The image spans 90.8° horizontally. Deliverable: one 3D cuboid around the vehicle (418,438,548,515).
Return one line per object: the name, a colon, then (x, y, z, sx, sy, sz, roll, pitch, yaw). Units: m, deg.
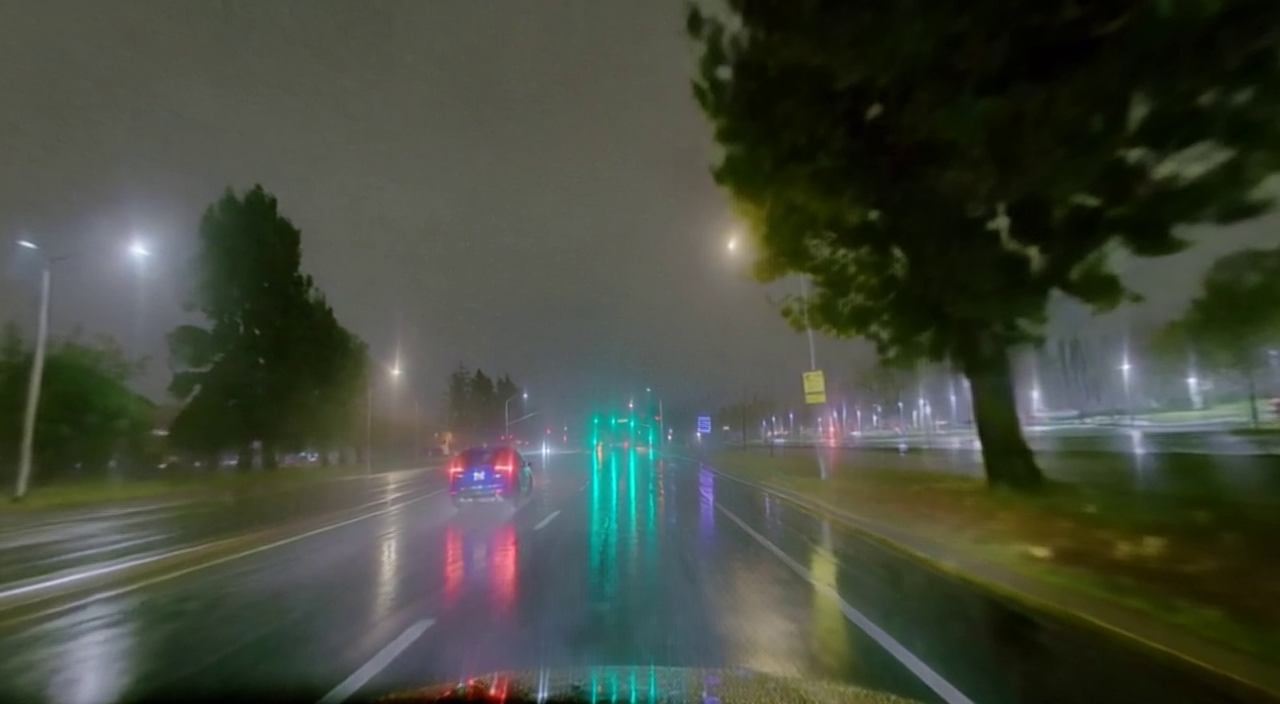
vehicle: (-3.367, 2.740, 14.426, 1.964, 1.472, 4.078, 0, -8, -1)
